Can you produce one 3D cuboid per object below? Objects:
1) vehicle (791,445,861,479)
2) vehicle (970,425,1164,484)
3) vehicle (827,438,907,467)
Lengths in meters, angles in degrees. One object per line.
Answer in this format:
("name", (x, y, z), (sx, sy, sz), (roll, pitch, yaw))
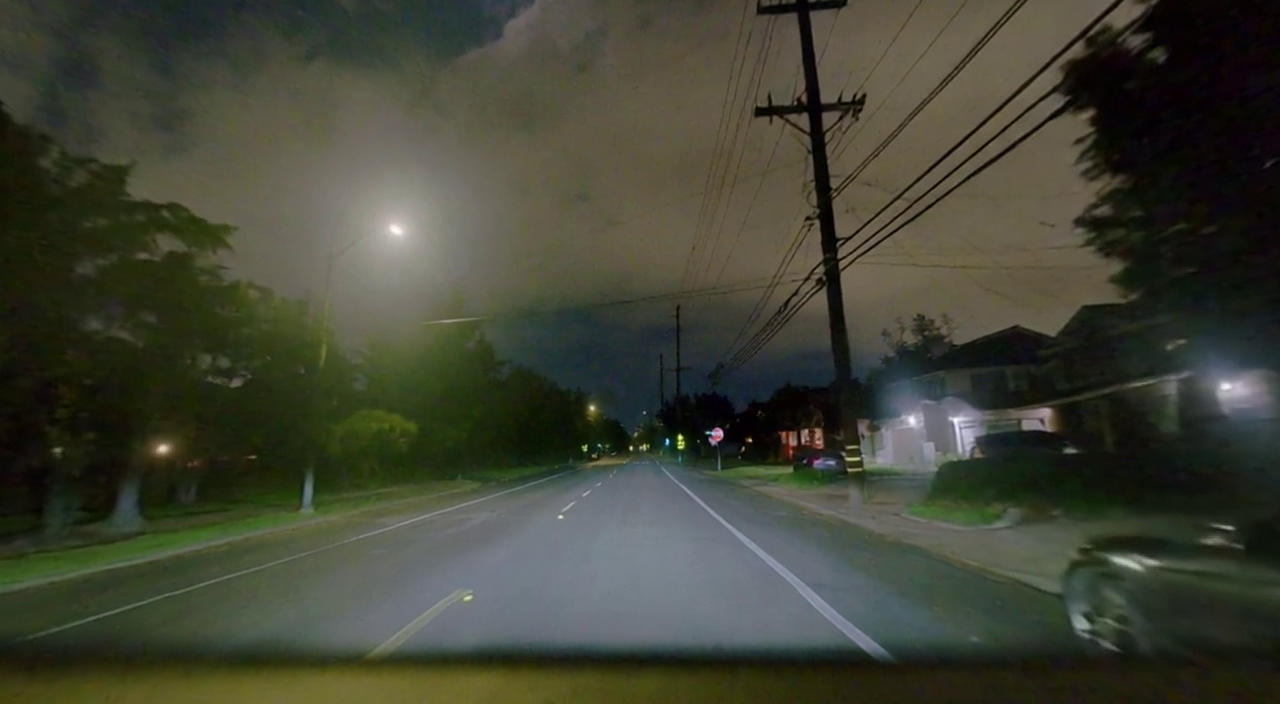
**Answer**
("vehicle", (8.752, 5.188, 30.154), (1.811, 1.491, 4.407), (0, -9, -2))
("vehicle", (15.248, 3.693, 22.868), (5.188, 1.955, 2.444), (-1, -9, 1))
("vehicle", (14.790, 6.605, 41.320), (4.376, 1.488, 1.962), (-4, -10, 0))
